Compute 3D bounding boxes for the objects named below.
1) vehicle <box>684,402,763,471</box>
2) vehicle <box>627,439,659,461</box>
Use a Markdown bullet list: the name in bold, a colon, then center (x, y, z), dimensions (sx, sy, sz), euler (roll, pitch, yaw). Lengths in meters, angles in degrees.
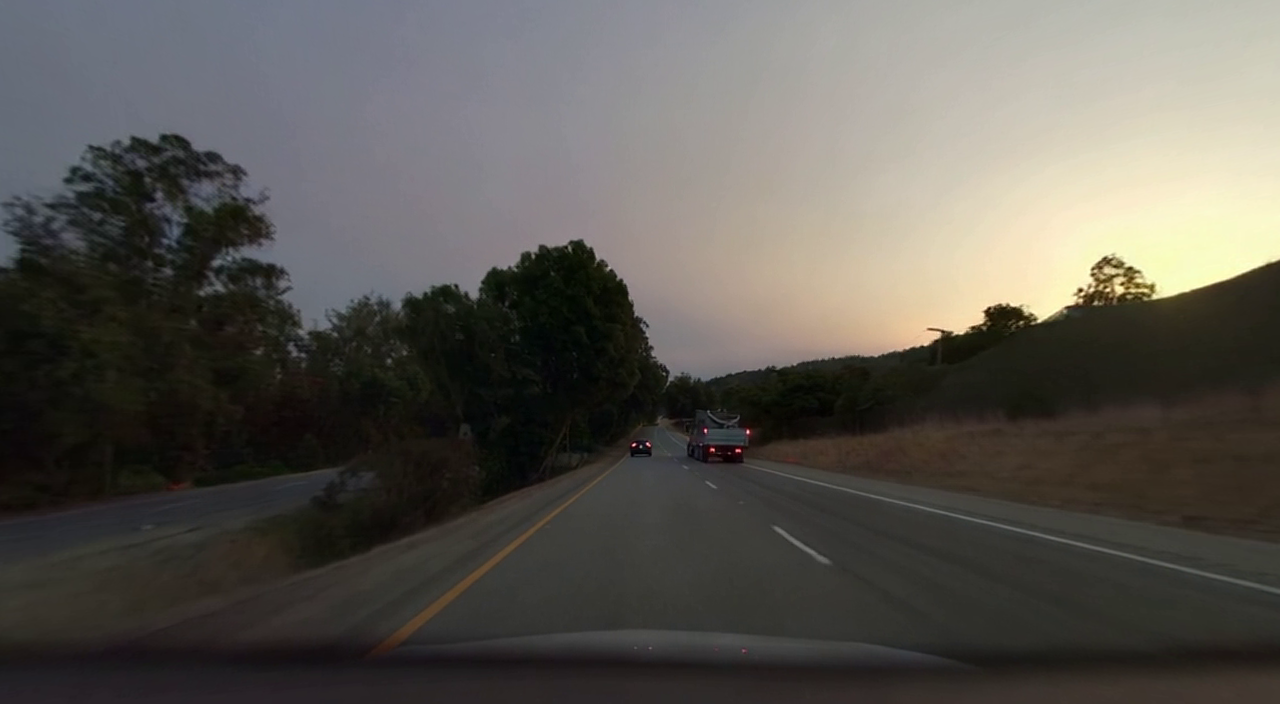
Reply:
- **vehicle**: center (4.211, 4.564, 33.480), dimensions (3.015, 3.211, 7.982), euler (0, -9, -1)
- **vehicle**: center (0.214, 7.010, 44.991), dimensions (2.170, 1.544, 4.373), euler (0, -9, 0)
